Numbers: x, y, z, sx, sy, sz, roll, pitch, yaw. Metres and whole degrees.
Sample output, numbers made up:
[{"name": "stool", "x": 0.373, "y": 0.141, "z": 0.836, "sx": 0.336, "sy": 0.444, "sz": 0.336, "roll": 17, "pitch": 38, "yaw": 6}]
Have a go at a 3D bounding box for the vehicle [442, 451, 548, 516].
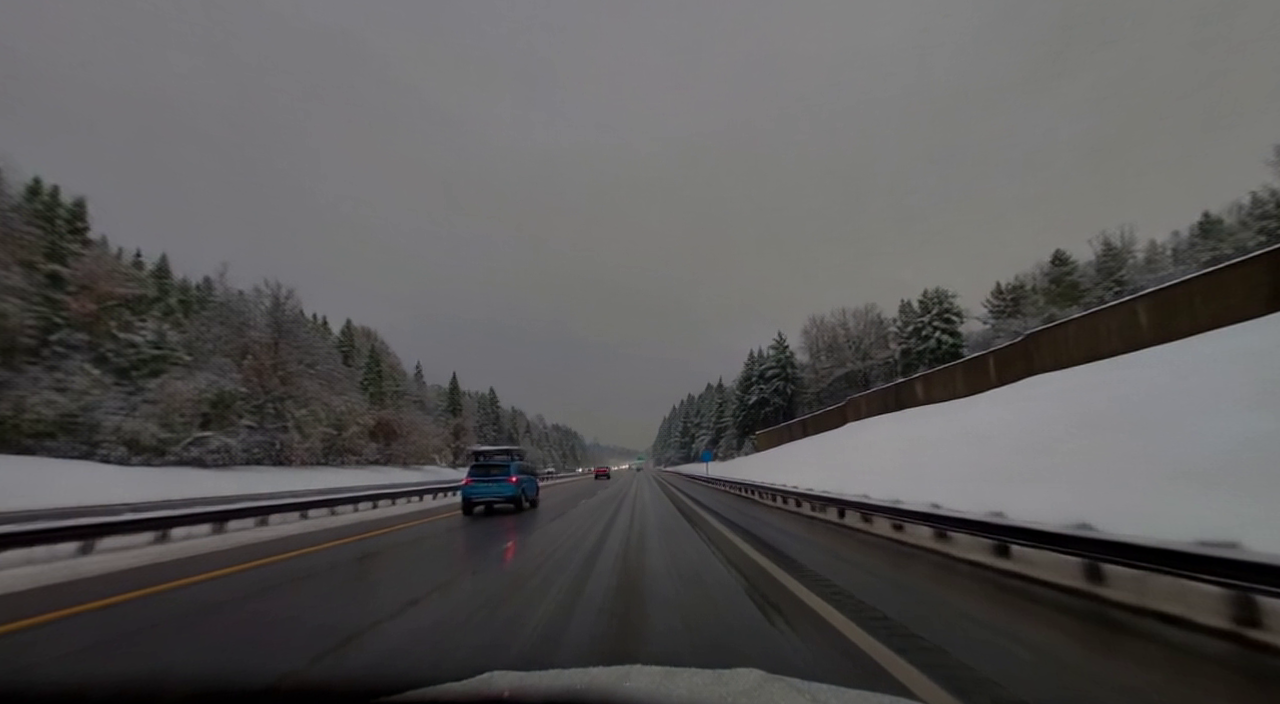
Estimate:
[{"name": "vehicle", "x": -4.126, "y": 3.853, "z": 18.732, "sx": 2.022, "sy": 1.650, "sz": 4.331, "roll": 0, "pitch": -11, "yaw": 1}]
